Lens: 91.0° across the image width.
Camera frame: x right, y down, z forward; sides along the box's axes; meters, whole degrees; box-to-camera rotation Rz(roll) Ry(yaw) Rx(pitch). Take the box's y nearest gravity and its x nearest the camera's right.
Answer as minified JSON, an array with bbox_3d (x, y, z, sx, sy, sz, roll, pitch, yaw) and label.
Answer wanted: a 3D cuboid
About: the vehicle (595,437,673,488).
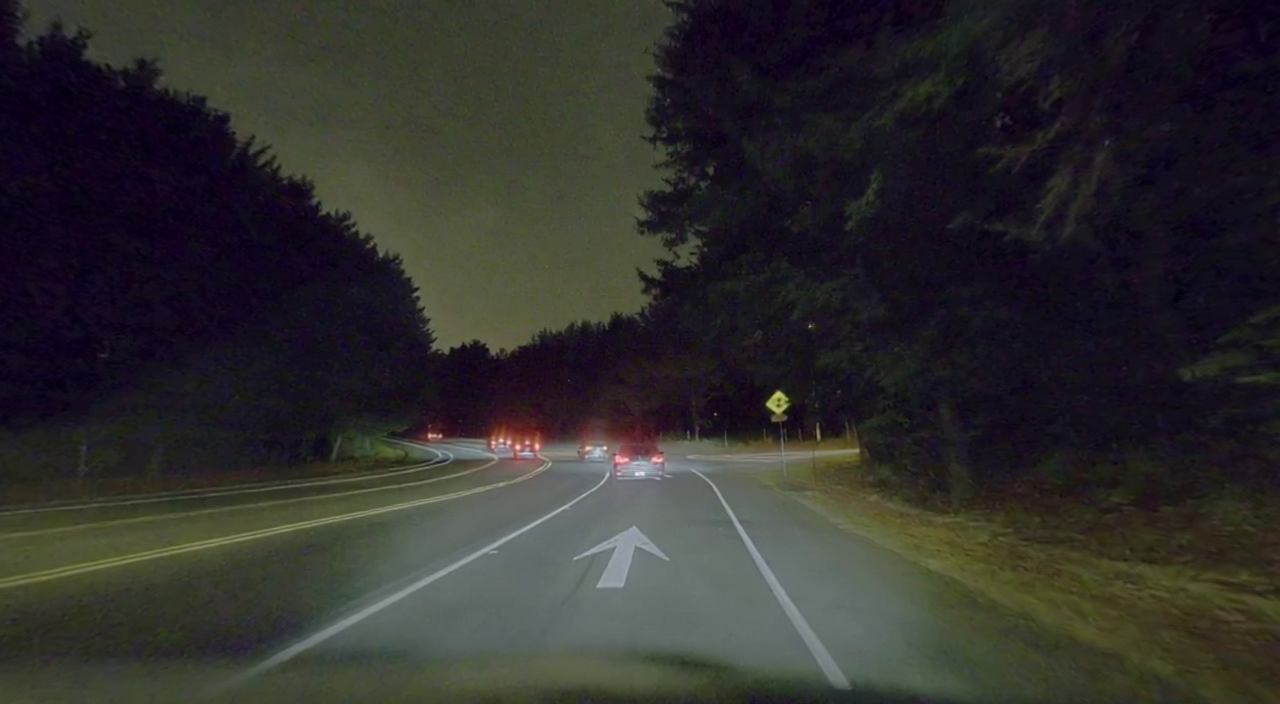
[{"bbox_3d":[-0.251,3.568,20.649,2.296,1.510,4.068,0,-8,-2],"label":"vehicle"}]

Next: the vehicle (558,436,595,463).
[{"bbox_3d":[-3.773,5.763,37.276,2.080,1.530,3.719,1,-9,-6],"label":"vehicle"}]
